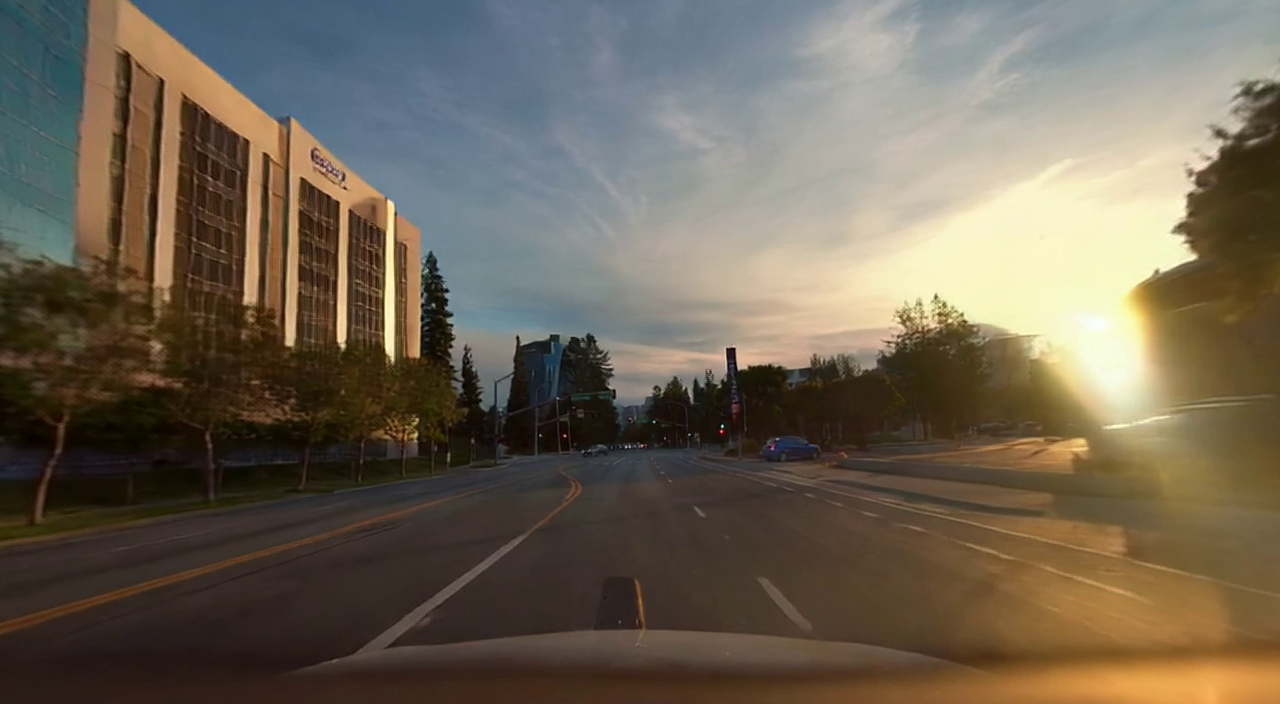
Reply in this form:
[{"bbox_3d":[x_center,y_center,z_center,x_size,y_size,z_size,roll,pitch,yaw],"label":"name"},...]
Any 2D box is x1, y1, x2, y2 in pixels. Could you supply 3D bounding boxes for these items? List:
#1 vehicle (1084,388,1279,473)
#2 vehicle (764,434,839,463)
[{"bbox_3d":[15.733,2.144,17.011,5.546,2.117,2.443,0,-9,-1],"label":"vehicle"},{"bbox_3d":[10.609,6.325,41.284,4.635,1.821,2.087,6,-10,-32],"label":"vehicle"}]
